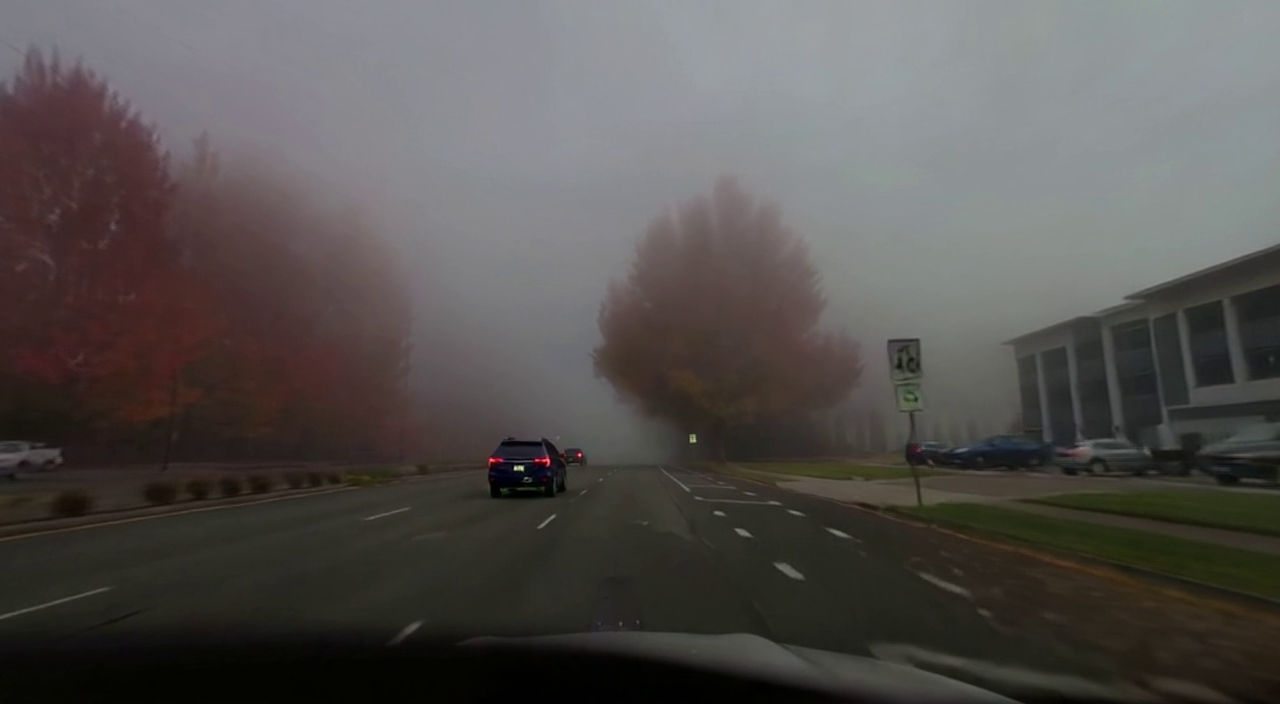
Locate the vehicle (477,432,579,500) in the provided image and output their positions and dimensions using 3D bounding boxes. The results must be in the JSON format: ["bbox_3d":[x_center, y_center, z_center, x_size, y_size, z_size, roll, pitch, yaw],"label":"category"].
[{"bbox_3d":[-3.201,3.379,19.090,2.112,1.779,4.489,0,-9,2],"label":"vehicle"}]

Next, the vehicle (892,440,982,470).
[{"bbox_3d":[18.102,6.305,38.540,4.475,1.668,1.983,-1,-8,-3],"label":"vehicle"}]
